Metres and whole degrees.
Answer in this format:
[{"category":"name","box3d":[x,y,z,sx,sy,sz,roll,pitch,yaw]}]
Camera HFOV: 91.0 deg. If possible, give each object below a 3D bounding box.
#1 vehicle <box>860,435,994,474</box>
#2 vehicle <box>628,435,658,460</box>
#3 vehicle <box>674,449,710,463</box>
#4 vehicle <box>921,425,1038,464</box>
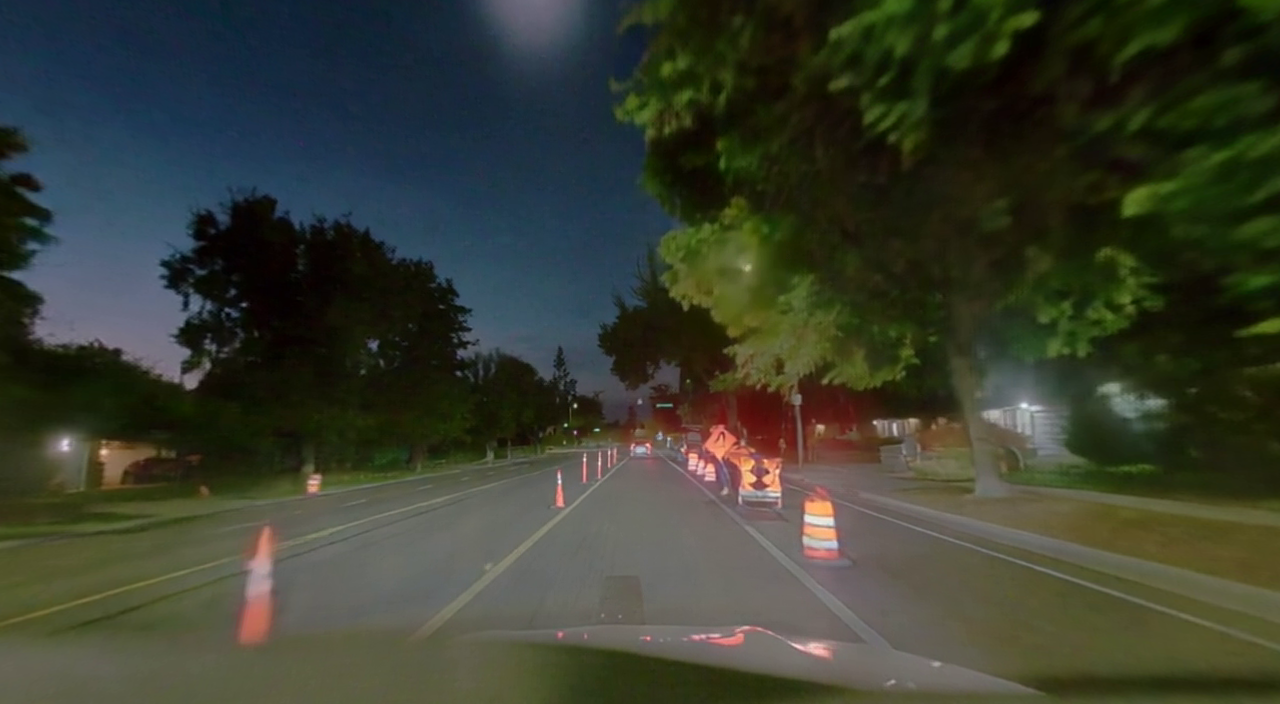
[{"category":"vehicle","box3d":[11.350,4.064,25.130,4.463,1.466,1.813,0,-8,3]},{"category":"vehicle","box3d":[0.210,6.952,45.852,2.151,1.708,4.084,0,-9,0]},{"category":"vehicle","box3d":[3.474,6.980,42.504,2.123,0.883,3.024,0,-8,0]},{"category":"vehicle","box3d":[15.720,4.293,29.283,4.302,1.736,1.932,0,-8,-2]}]
